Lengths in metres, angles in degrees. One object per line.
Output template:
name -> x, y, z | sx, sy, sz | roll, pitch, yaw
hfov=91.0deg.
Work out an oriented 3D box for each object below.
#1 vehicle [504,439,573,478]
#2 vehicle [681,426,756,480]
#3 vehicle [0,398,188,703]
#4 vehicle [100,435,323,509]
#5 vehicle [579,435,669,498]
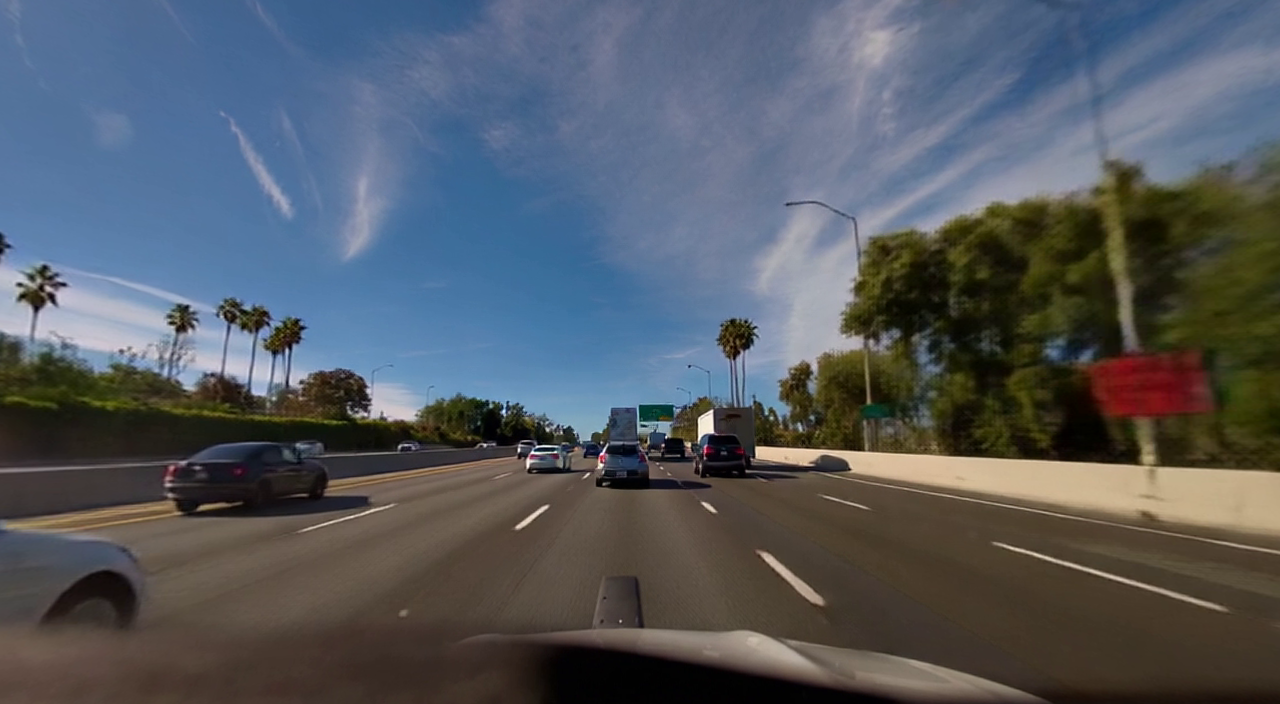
vehicle -> -3.960, 4.235, 25.327 | 1.998, 1.423, 4.436 | 0, -8, 1
vehicle -> 2.914, 3.876, 24.425 | 2.173, 1.870, 4.499 | 0, -8, -2
vehicle -> -3.606, 0.749, 1.265 | 2.064, 1.475, 4.489 | 0, -8, 0
vehicle -> -9.885, 2.791, 15.196 | 2.015, 1.469, 4.938 | 0, -8, -1
vehicle -> -0.366, 3.016, 17.010 | 2.136, 1.470, 3.971 | 0, -8, 0
